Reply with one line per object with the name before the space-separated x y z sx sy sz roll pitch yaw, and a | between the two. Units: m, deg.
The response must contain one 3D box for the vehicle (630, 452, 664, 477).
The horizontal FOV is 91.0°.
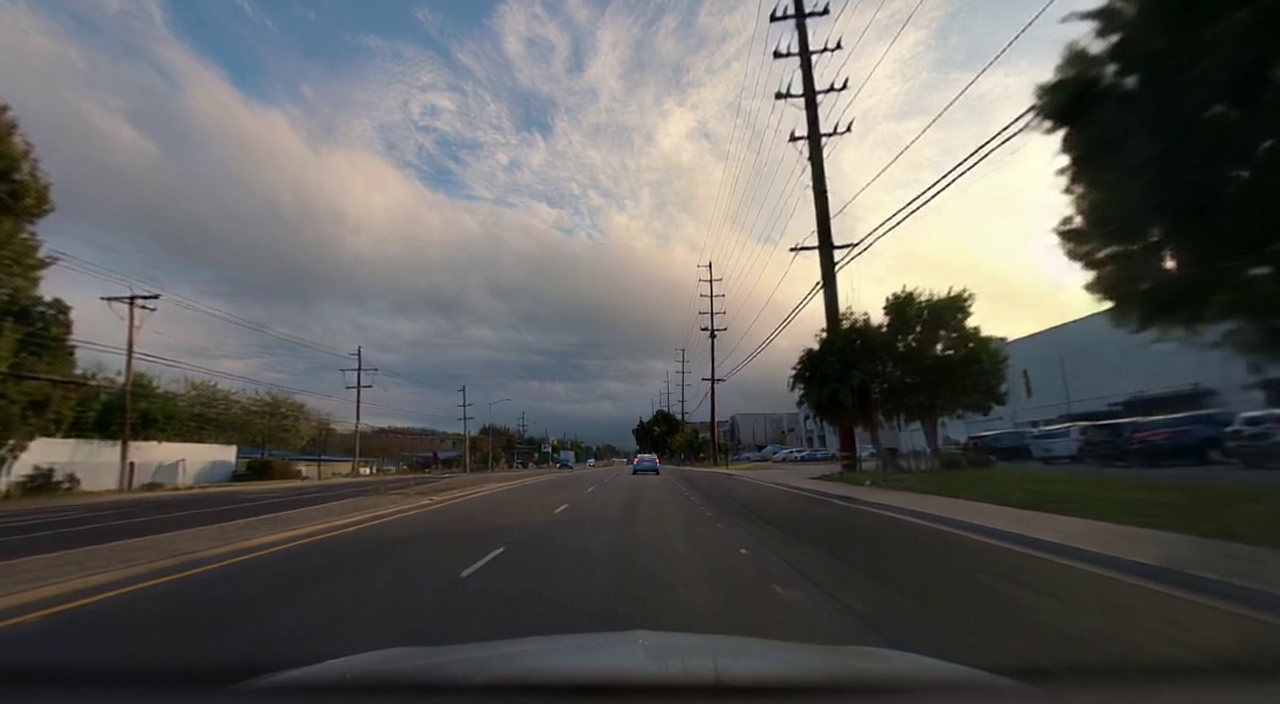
vehicle | 0.417 7.448 41.992 2.114 1.492 4.453 0 -8 0
